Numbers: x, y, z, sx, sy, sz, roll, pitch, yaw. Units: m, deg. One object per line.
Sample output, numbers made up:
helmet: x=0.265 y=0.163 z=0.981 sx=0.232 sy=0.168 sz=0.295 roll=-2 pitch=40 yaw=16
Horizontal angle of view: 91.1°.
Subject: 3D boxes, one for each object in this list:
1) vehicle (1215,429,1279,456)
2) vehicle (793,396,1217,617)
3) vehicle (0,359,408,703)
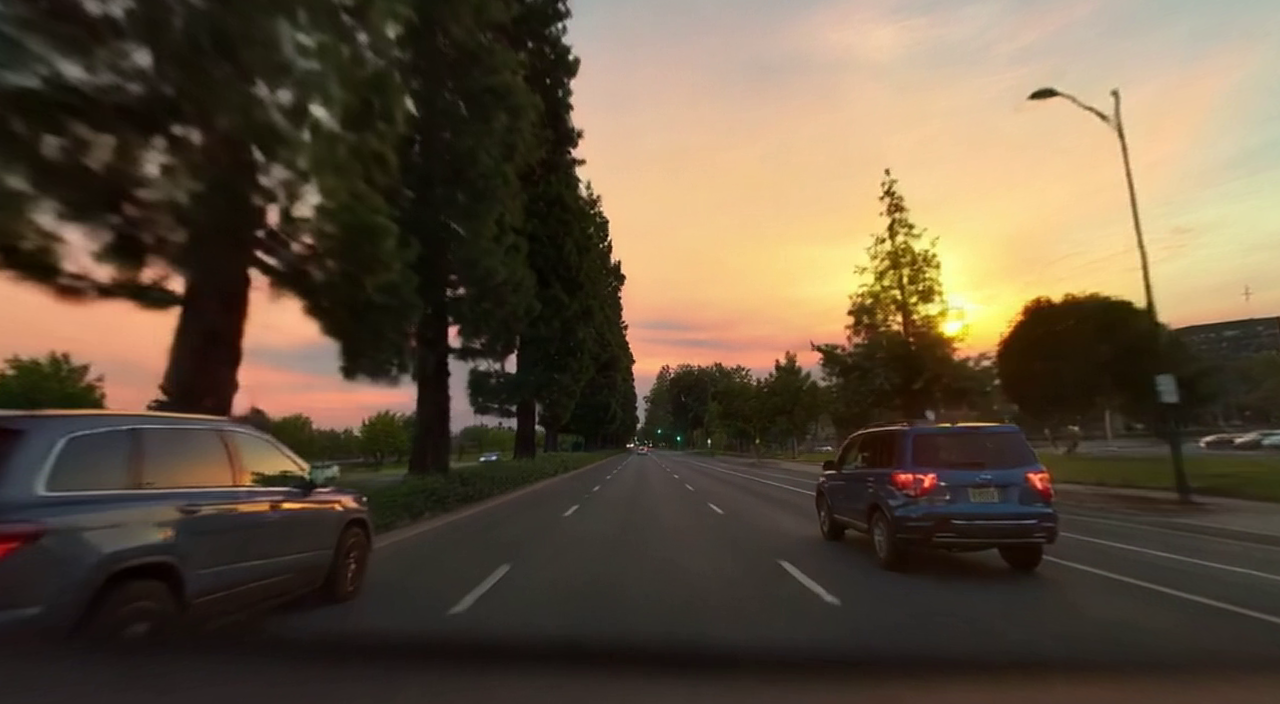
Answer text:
vehicle: x=43.098 y=6.277 z=43.625 sx=4.164 sy=1.794 sz=2.005 roll=0 pitch=-8 yaw=1
vehicle: x=3.558 y=1.610 z=7.633 sx=2.087 sy=1.759 sz=5.040 roll=0 pitch=-8 yaw=0
vehicle: x=-3.406 y=1.120 z=4.177 sx=2.025 sy=1.635 sz=4.293 roll=0 pitch=-8 yaw=1
